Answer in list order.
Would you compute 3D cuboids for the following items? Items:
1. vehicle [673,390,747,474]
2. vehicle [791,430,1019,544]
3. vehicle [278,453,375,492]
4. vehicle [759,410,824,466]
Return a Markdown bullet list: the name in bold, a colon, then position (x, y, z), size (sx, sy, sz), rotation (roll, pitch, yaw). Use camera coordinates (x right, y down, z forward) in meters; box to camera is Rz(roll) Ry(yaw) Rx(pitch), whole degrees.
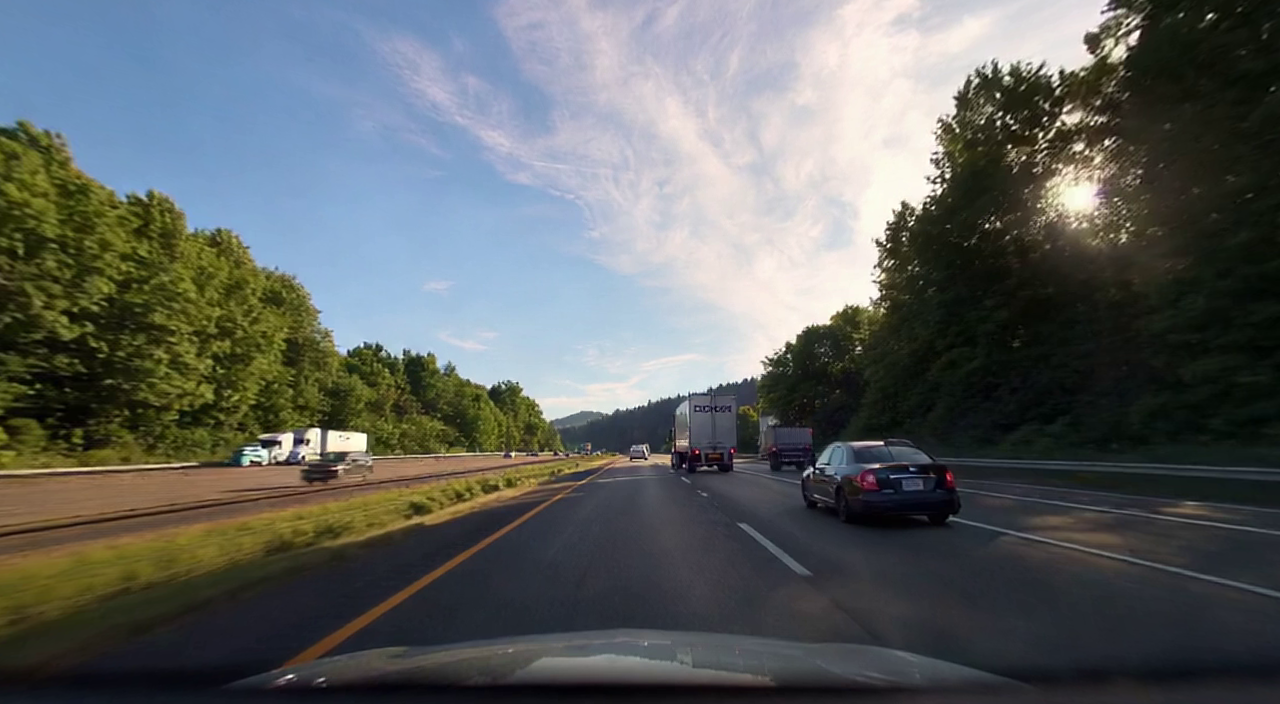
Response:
- **vehicle**: position (3.616, 4.608, 35.096), size (3.025, 4.010, 9.542), rotation (0, -9, 0)
- **vehicle**: position (4.026, 2.112, 10.407), size (1.948, 1.481, 3.955), rotation (0, -9, -2)
- **vehicle**: position (-13.327, 5.135, 27.011), size (1.856, 1.463, 4.508), rotation (0, -9, 0)
- **vehicle**: position (11.606, 6.800, 49.008), size (2.938, 3.990, 8.556), rotation (0, -9, 0)
